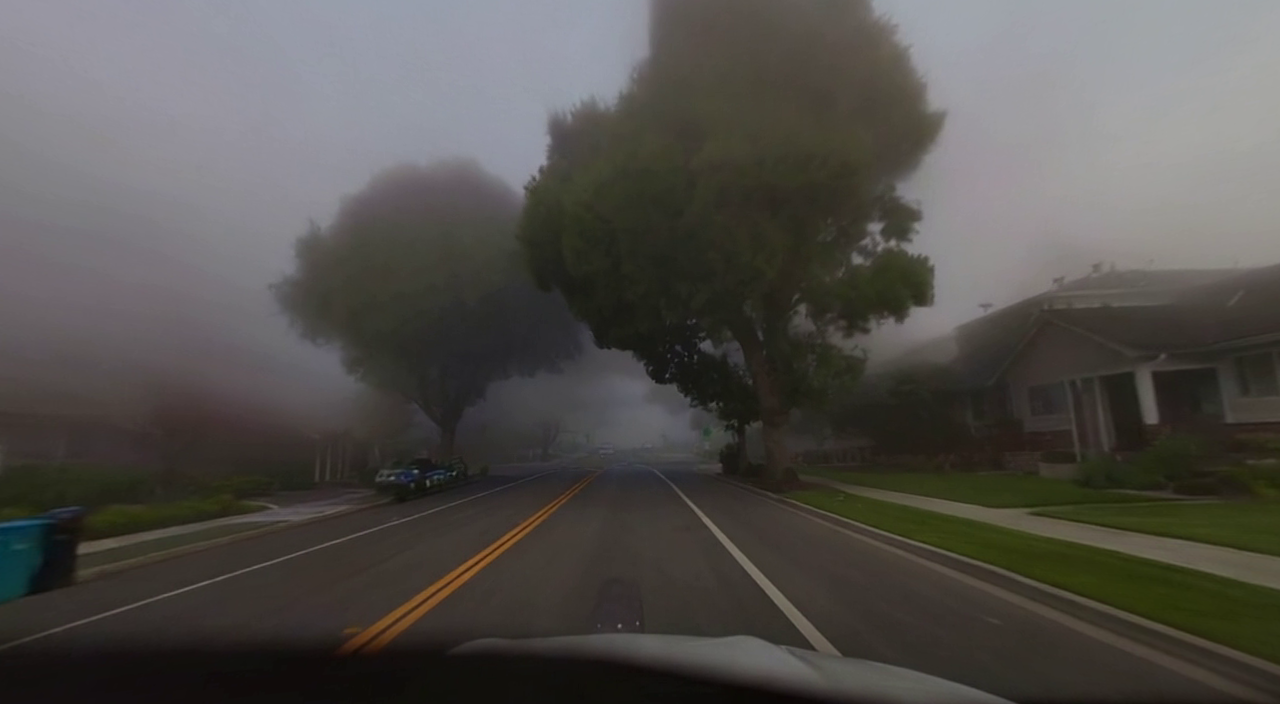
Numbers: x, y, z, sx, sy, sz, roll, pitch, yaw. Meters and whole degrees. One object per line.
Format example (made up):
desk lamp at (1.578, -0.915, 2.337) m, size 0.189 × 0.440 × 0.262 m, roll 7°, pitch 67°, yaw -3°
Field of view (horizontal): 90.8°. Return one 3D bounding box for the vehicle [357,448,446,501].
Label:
vehicle at (-9.487, 4.849, 25.525) m, size 1.998 × 1.689 × 4.384 m, roll -4°, pitch -7°, yaw -2°

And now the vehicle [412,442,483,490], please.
vehicle at (-9.711, 5.742, 32.266) m, size 2.099 × 2.001 × 4.845 m, roll -4°, pitch -7°, yaw -1°

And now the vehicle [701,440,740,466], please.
vehicle at (5.471, 6.944, 43.486) m, size 2.010 × 1.694 × 4.661 m, roll 0°, pitch -9°, yaw -1°
